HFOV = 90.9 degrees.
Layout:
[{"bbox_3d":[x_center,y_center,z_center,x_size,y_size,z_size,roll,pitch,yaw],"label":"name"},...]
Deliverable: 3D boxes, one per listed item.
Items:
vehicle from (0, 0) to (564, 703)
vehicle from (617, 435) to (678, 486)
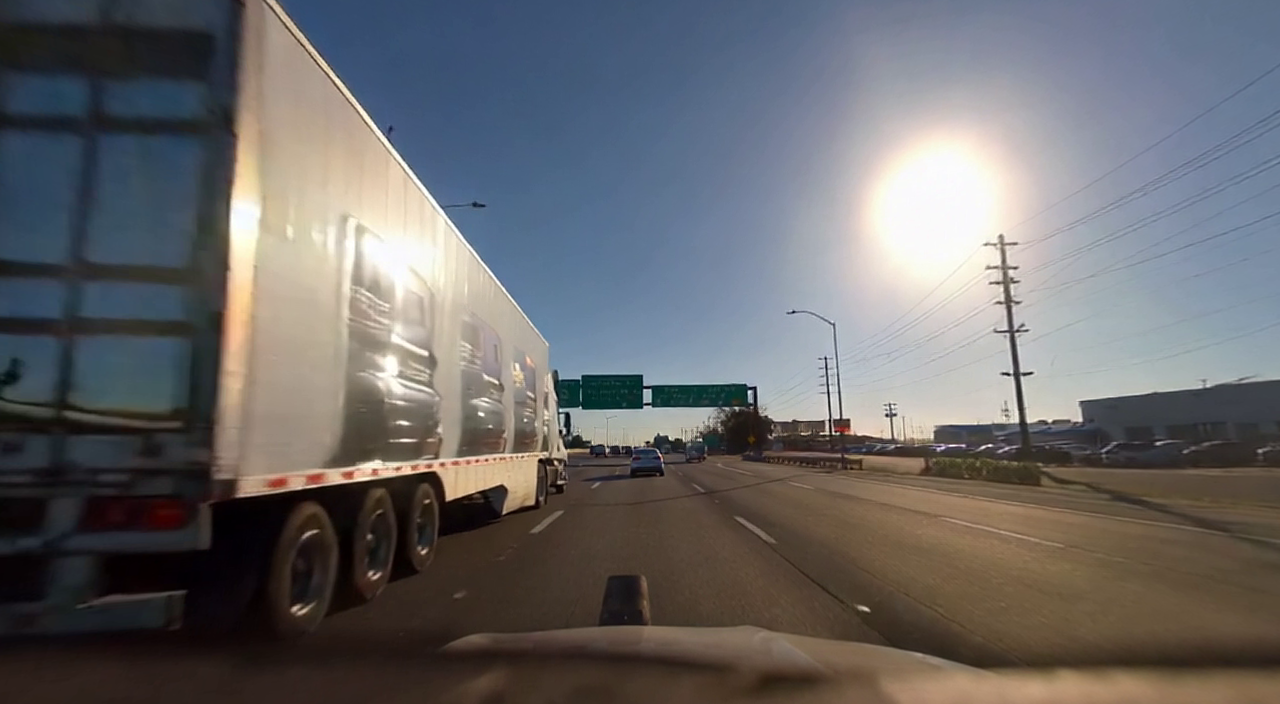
[{"bbox_3d":[-3.926,0.918,11.240,2.888,4.308,16.259,0,-8,1],"label":"vehicle"},{"bbox_3d":[0.263,4.382,25.832,2.279,1.837,4.747,0,-8,0],"label":"vehicle"}]
